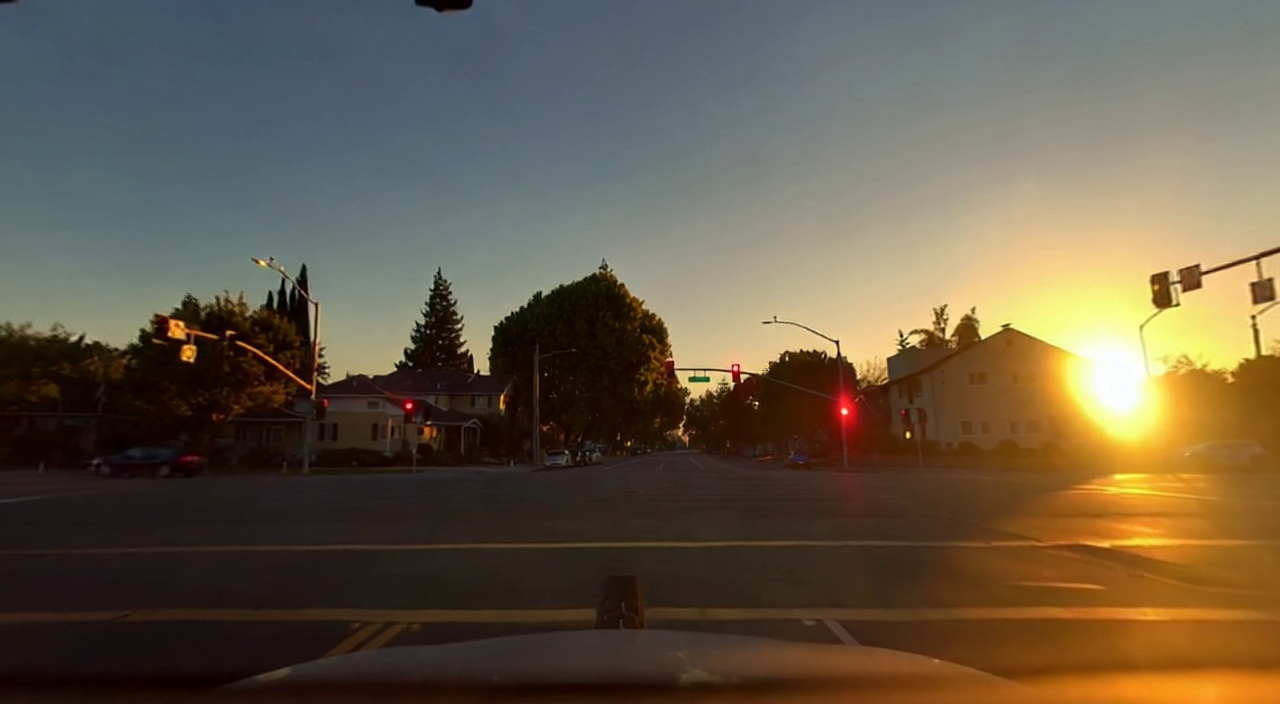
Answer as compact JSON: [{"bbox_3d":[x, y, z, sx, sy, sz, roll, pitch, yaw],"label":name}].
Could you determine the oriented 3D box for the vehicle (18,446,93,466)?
[{"bbox_3d":[-44.173,7.876,47.782,3.949,1.422,1.744,-1,-8,2],"label":"vehicle"}]

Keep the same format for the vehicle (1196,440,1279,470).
[{"bbox_3d":[37.684,6.347,39.137,1.915,1.773,4.499,1,-9,-9],"label":"vehicle"}]

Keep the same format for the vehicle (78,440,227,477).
[{"bbox_3d":[-19.911,4.361,25.965,4.560,1.463,1.858,0,-9,1],"label":"vehicle"}]

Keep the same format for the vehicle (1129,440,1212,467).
[{"bbox_3d":[36.888,7.067,44.114,1.853,1.723,4.460,0,-8,0],"label":"vehicle"}]
